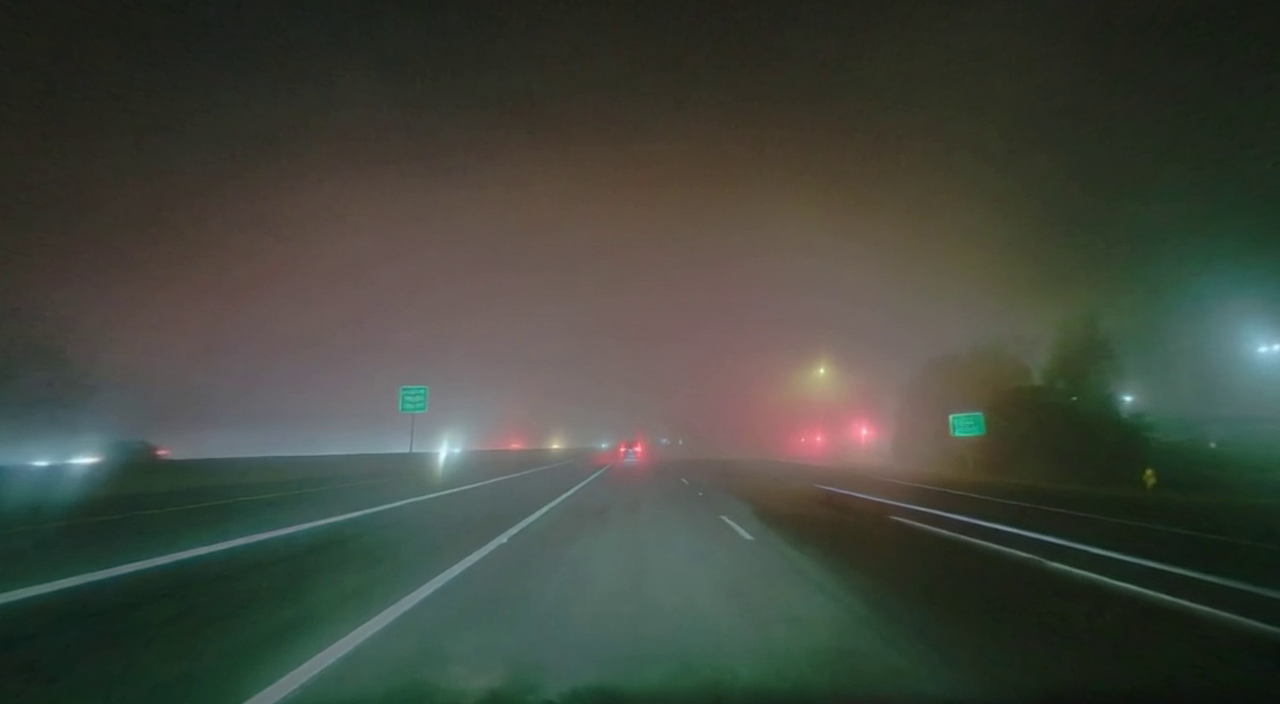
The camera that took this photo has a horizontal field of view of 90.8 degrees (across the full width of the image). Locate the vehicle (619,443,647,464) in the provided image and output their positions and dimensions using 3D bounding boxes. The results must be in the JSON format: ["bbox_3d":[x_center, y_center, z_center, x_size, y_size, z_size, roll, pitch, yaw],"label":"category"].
[{"bbox_3d":[-0.575,7.773,48.501,2.025,1.460,4.189,0,-8,-1],"label":"vehicle"}]

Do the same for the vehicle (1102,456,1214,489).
[{"bbox_3d":[24.450,5.681,29.921,3.596,1.434,1.782,-1,-9,5],"label":"vehicle"}]

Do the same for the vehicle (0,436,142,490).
[{"bbox_3d":[-21.035,3.899,22.687,2.201,1.708,4.988,0,-8,0],"label":"vehicle"}]
